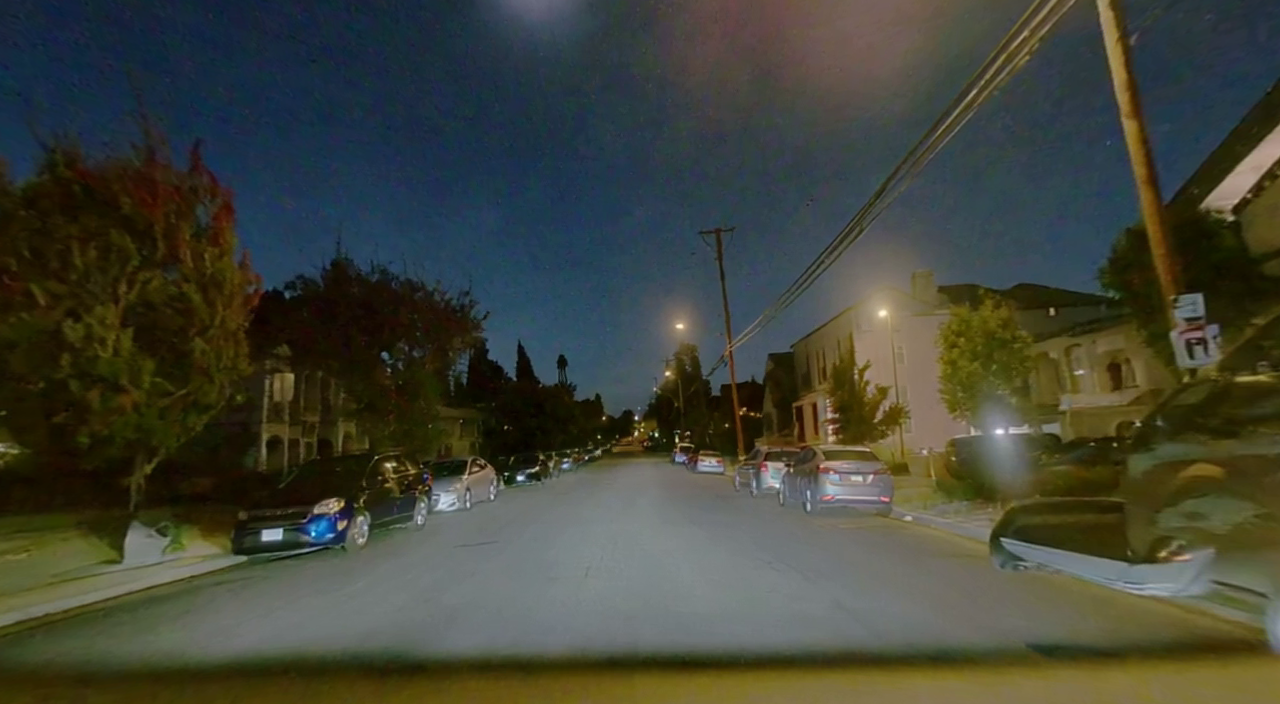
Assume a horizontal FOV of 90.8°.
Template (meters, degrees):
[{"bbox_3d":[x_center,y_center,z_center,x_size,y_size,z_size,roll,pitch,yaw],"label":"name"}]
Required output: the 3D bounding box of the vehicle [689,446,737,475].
[{"bbox_3d":[4.120,6.196,36.346,2.174,1.504,4.809,0,-8,0],"label":"vehicle"}]

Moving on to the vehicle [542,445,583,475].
[{"bbox_3d":[-5.501,7.733,45.644,2.184,1.958,5.757,0,-9,0],"label":"vehicle"}]

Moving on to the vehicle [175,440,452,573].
[{"bbox_3d":[-5.261,2.499,11.251,2.360,1.772,4.907,-1,-8,-1],"label":"vehicle"}]

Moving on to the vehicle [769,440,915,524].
[{"bbox_3d":[4.323,2.810,14.314,1.864,1.592,4.221,0,-8,-1],"label":"vehicle"}]

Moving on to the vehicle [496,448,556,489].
[{"bbox_3d":[-5.242,5.406,29.710,2.032,1.716,4.382,0,-8,-1],"label":"vehicle"}]
